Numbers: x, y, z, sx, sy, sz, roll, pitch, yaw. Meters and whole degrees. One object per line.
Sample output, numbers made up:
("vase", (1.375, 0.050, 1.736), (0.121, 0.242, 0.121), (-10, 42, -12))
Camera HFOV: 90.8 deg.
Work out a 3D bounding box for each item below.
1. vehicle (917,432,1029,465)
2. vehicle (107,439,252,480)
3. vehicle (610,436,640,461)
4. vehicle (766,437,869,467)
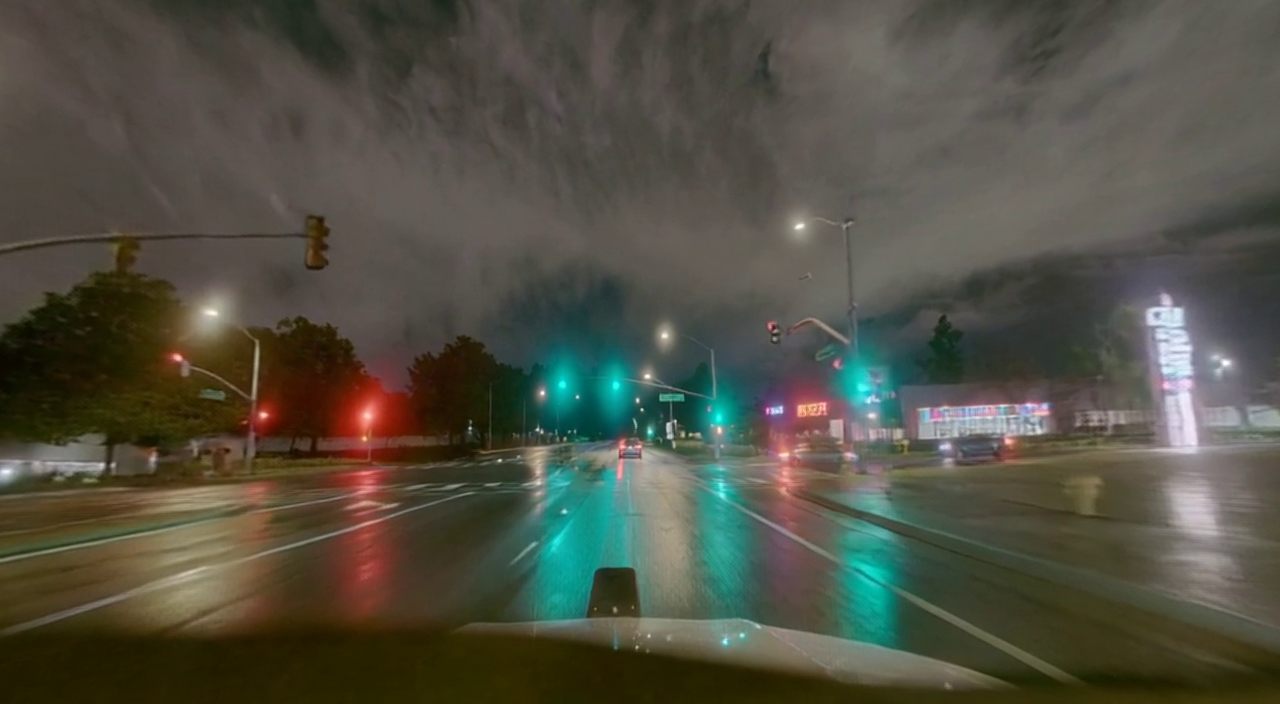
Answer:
("vehicle", (17.448, 5.085, 33.251), (4.710, 1.588, 2.053), (-1, -9, -2))
("vehicle", (-34.747, 8.150, 47.927), (8.399, 2.938, 2.801), (1, -9, -4))
("vehicle", (-1.068, 6.922, 45.298), (2.024, 1.628, 4.774), (0, -9, -1))
("vehicle", (9.262, 5.268, 33.257), (4.794, 1.511, 1.992), (1, -9, -3))
